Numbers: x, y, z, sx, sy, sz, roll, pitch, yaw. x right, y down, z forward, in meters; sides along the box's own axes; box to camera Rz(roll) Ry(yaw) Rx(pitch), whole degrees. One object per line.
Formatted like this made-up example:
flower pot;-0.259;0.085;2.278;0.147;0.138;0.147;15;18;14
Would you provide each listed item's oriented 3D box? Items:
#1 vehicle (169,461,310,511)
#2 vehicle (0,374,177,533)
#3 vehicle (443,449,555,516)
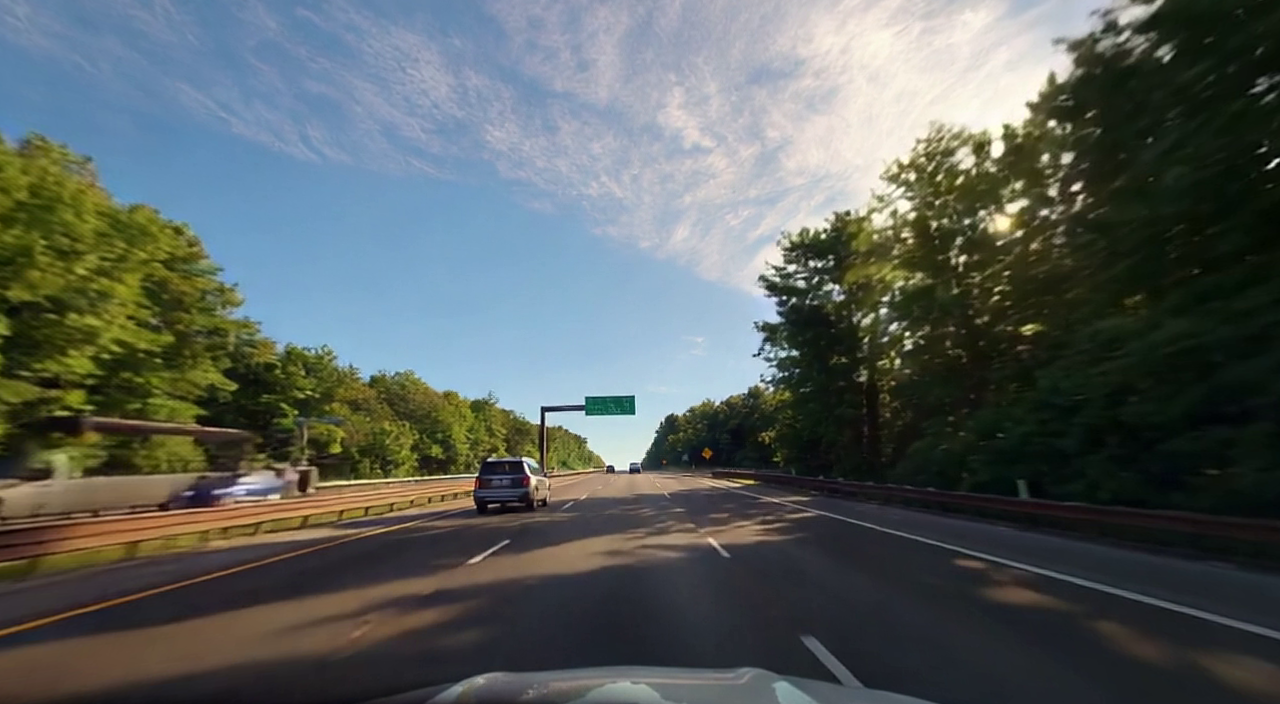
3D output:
vehicle;-13.500;4.532;21.651;1.863;1.508;4.498;1;-10;0
vehicle;-17.580;3.044;18.676;2.973;3.982;5.879;1;-10;-1
vehicle;-3.684;3.534;17.361;2.081;1.586;4.245;0;-10;0
